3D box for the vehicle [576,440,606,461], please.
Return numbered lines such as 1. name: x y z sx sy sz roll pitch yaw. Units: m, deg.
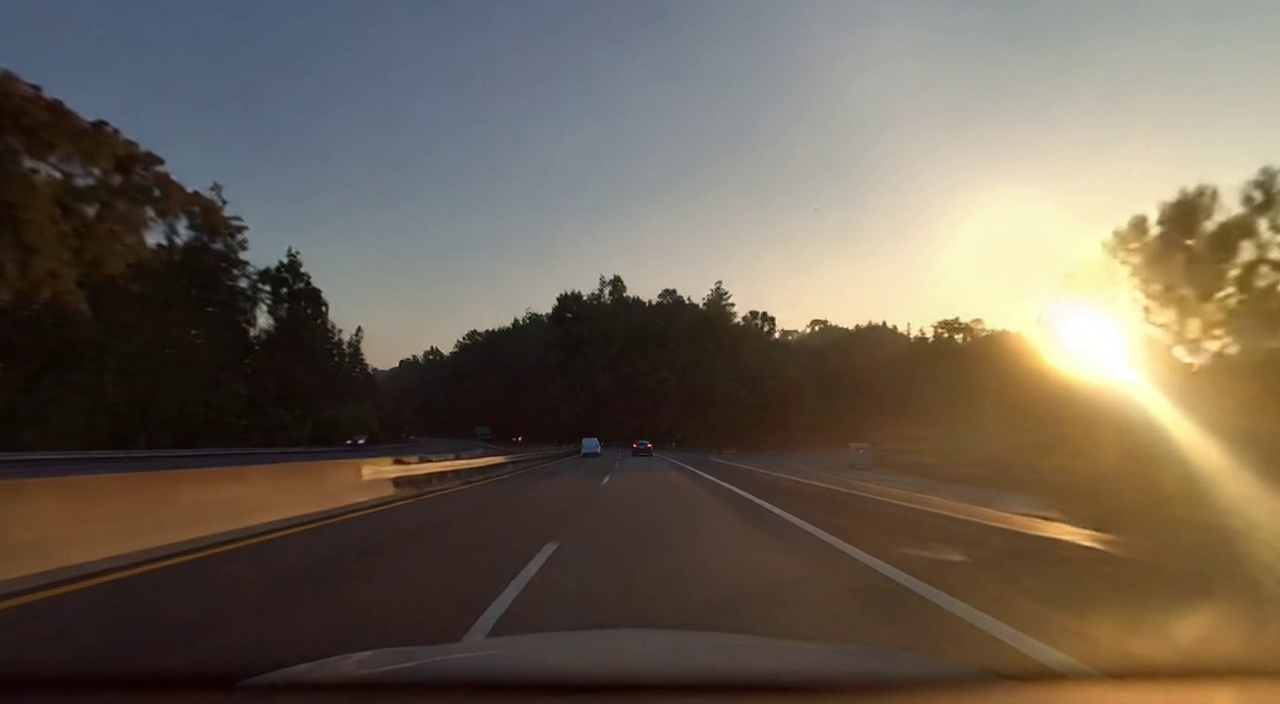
1. vehicle: -3.768 7.623 48.869 2.057 1.514 3.845 0 -8 0
